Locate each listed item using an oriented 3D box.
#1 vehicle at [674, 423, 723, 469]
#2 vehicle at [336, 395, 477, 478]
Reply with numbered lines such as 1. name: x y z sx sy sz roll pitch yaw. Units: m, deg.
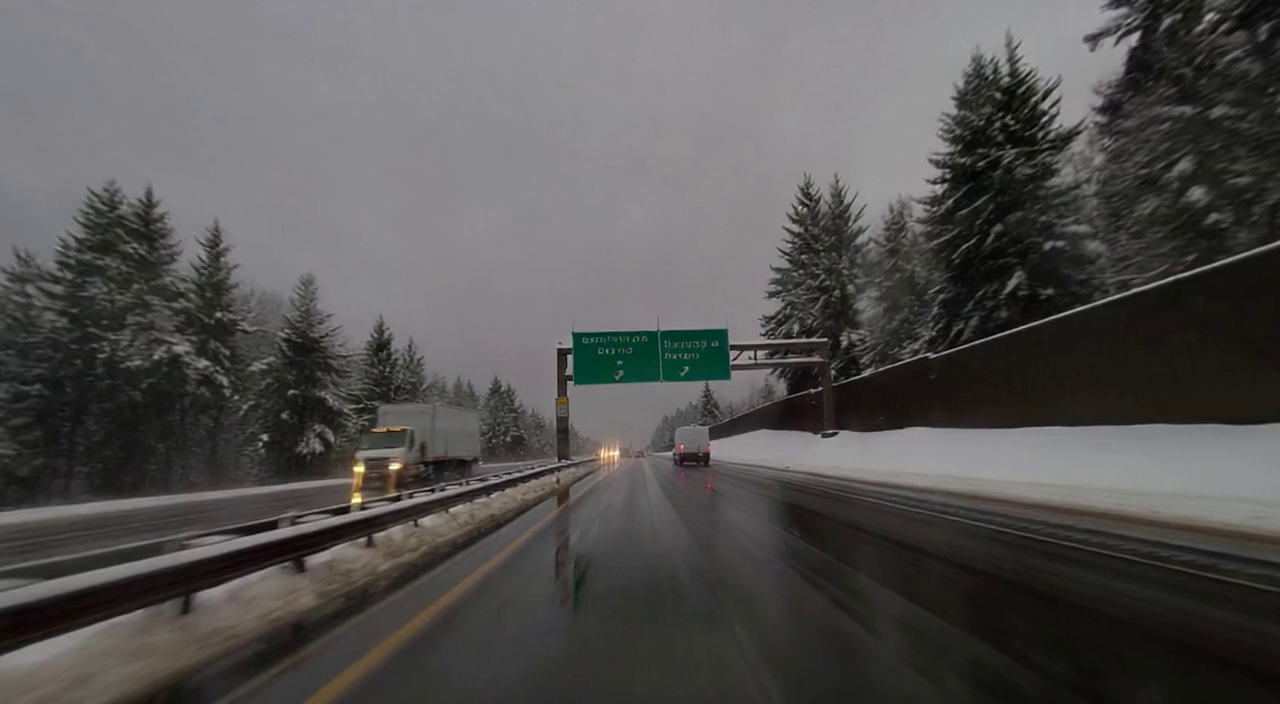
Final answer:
1. vehicle: 3.818 6.325 42.266 2.449 2.805 6.763 0 -9 -1
2. vehicle: -12.871 5.063 36.734 3.219 3.940 13.412 0 -9 0
